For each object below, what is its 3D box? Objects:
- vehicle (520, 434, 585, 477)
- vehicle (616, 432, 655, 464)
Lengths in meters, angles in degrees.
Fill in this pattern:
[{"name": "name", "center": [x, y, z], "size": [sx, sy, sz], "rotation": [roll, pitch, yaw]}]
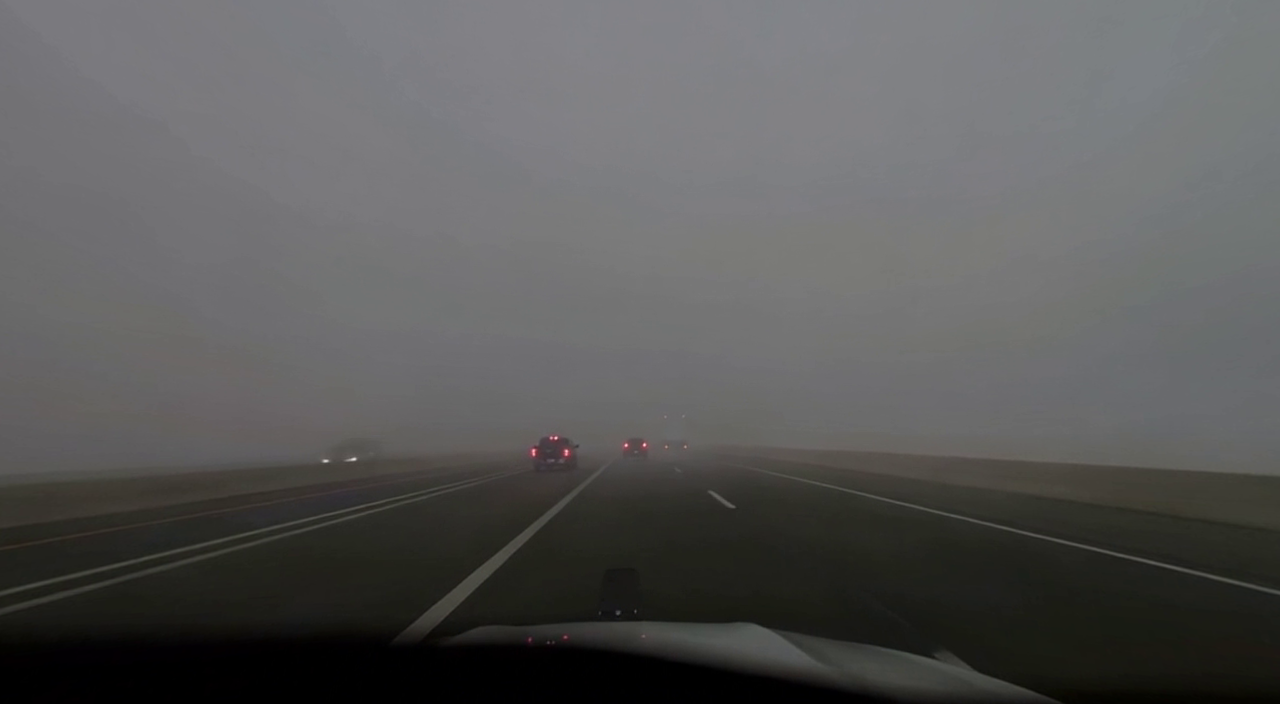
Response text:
[{"name": "vehicle", "center": [-3.809, 4.636, 28.385], "size": [2.326, 1.761, 4.450], "rotation": [0, -8, 0]}, {"name": "vehicle", "center": [-0.324, 6.388, 42.148], "size": [2.456, 2.007, 4.728], "rotation": [0, -8, -2]}]
